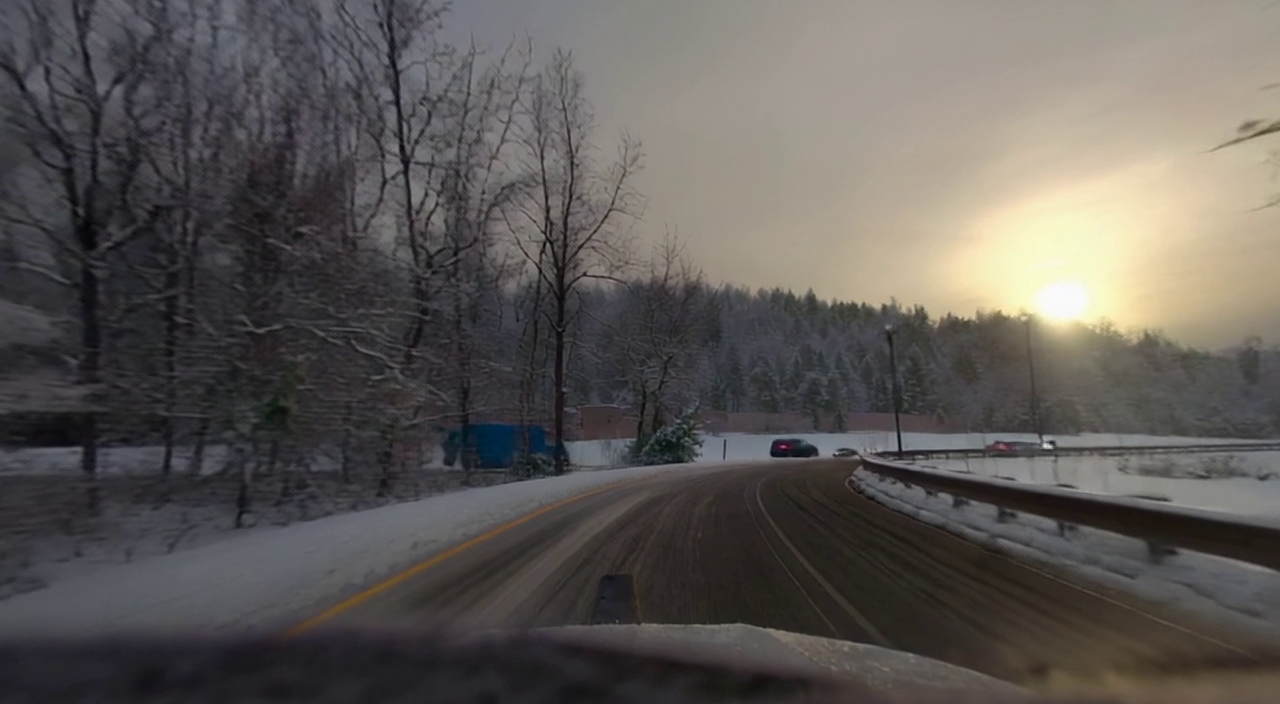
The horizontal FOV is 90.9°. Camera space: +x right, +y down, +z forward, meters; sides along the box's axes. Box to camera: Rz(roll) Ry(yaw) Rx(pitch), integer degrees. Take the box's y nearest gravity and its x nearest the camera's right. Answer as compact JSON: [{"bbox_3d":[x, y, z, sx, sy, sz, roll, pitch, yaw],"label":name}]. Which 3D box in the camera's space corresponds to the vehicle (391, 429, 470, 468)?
[{"bbox_3d":[-14.220,6.529,42.766,4.784,2.535,2.203,3,-8,-22],"label":"vehicle"}]

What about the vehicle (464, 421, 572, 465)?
[{"bbox_3d":[-8.645,6.504,45.003,7.155,2.942,2.420,3,-8,-23],"label":"vehicle"}]
